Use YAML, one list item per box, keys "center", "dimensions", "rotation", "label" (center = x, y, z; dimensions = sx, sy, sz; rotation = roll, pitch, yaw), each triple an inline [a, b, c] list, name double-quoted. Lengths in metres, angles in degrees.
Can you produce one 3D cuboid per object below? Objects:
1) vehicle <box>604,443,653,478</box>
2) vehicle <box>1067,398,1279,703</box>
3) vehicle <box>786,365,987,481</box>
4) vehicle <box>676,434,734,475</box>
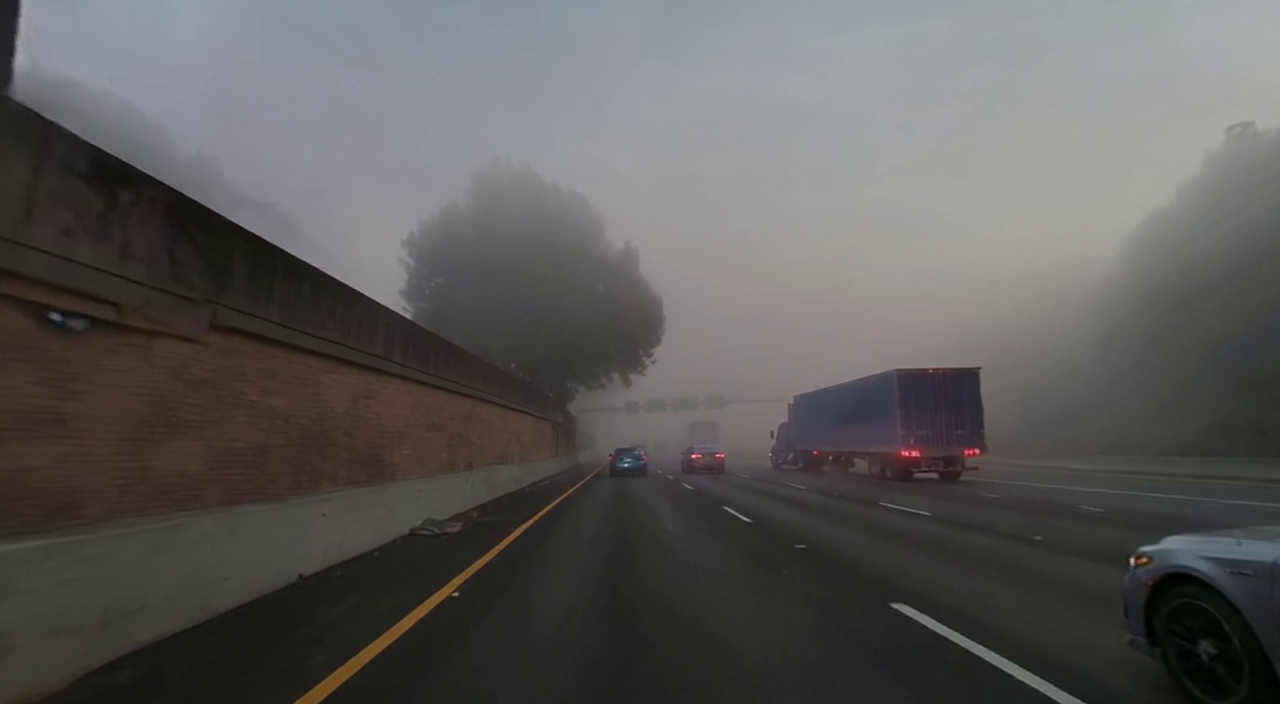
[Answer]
- center: [-0.561, 4.928, 29.015]
  dimensions: [2.083, 1.477, 3.965]
  rotation: [0, -9, -2]
  label: "vehicle"
- center: [3.521, 0.784, 1.600]
  dimensions: [1.922, 1.465, 4.165]
  rotation: [0, -9, 0]
  label: "vehicle"
- center: [10.633, 3.686, 30.451]
  dimensions: [2.914, 4.134, 15.553]
  rotation: [0, -9, -2]
  label: "vehicle"
- center: [3.052, 4.972, 30.859]
  dimensions: [2.114, 1.849, 4.692]
  rotation: [0, -9, -3]
  label: "vehicle"
